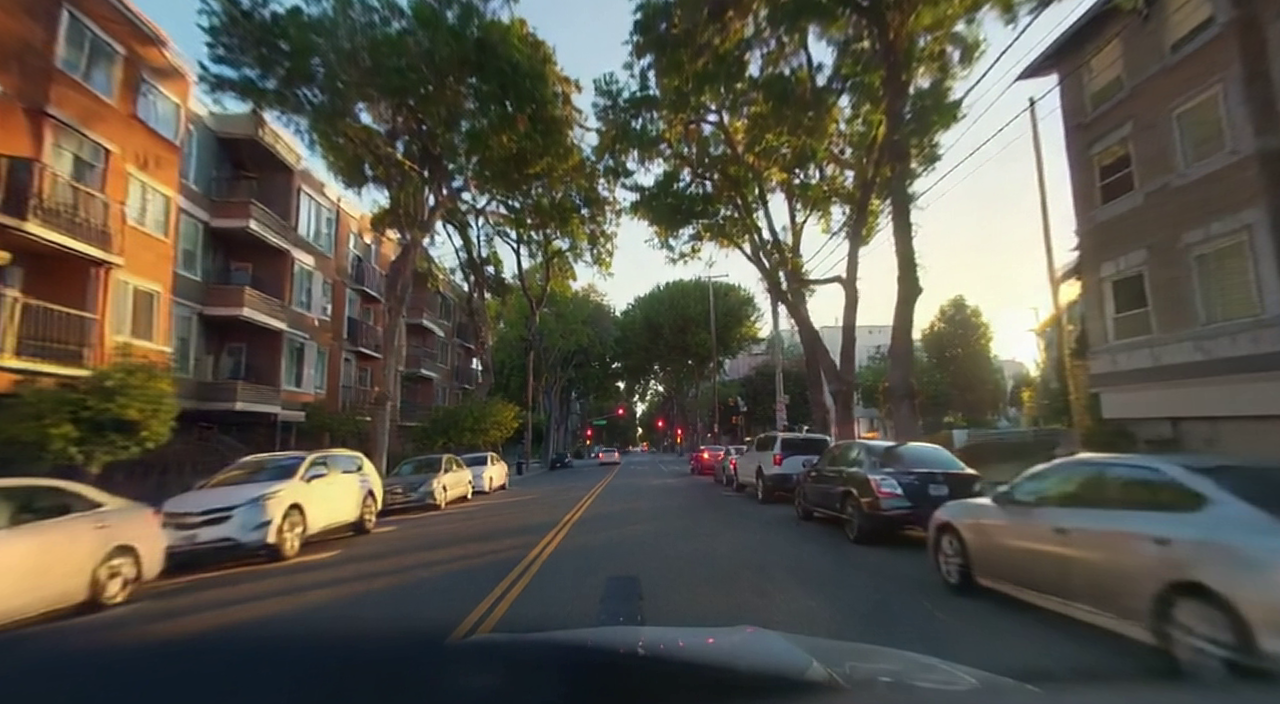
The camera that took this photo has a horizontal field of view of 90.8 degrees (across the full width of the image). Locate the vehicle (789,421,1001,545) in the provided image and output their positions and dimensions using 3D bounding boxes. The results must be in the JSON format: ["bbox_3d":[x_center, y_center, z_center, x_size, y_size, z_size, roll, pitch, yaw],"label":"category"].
[{"bbox_3d":[3.992,2.098,10.803,1.782,1.669,4.226,0,-8,-1],"label":"vehicle"}]

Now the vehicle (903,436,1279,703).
[{"bbox_3d":[3.816,1.354,4.680,1.696,1.416,4.585,0,-8,-1],"label":"vehicle"}]

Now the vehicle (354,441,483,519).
[{"bbox_3d":[-5.870,3.380,17.307,1.929,1.681,4.216,-6,-8,0],"label":"vehicle"}]

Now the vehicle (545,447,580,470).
[{"bbox_3d":[-5.773,7.983,47.505,1.947,1.473,4.397,-4,-8,1],"label":"vehicle"}]

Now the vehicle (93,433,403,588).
[{"bbox_3d":[-5.969,2.386,10.494,2.077,1.756,4.665,-7,-9,1],"label":"vehicle"}]

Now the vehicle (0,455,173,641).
[{"bbox_3d":[-6.041,1.643,4.805,1.765,1.426,4.349,-6,-8,-1],"label":"vehicle"}]
